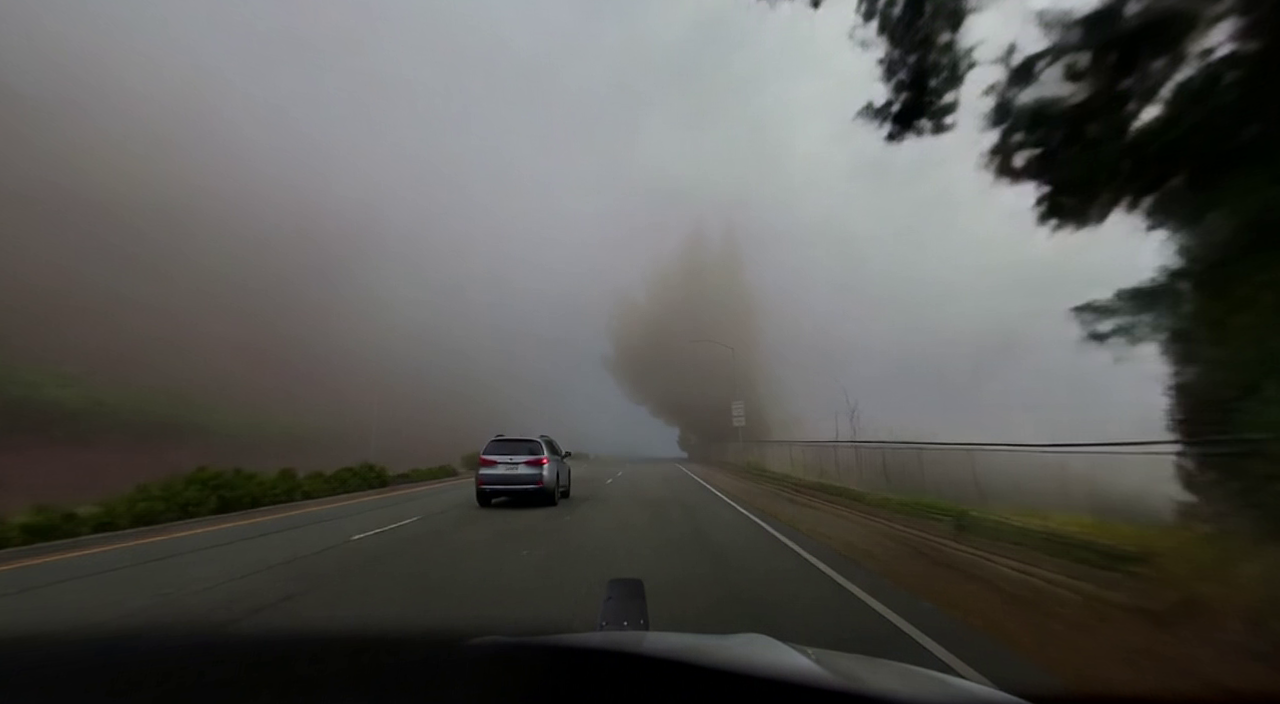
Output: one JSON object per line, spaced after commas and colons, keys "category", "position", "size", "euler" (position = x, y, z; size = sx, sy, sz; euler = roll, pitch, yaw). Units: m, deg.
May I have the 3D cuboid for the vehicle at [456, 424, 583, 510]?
{"category": "vehicle", "position": [-2.838, 2.838, 16.067], "size": [2.160, 1.855, 4.695], "euler": [-1, -8, 2]}
